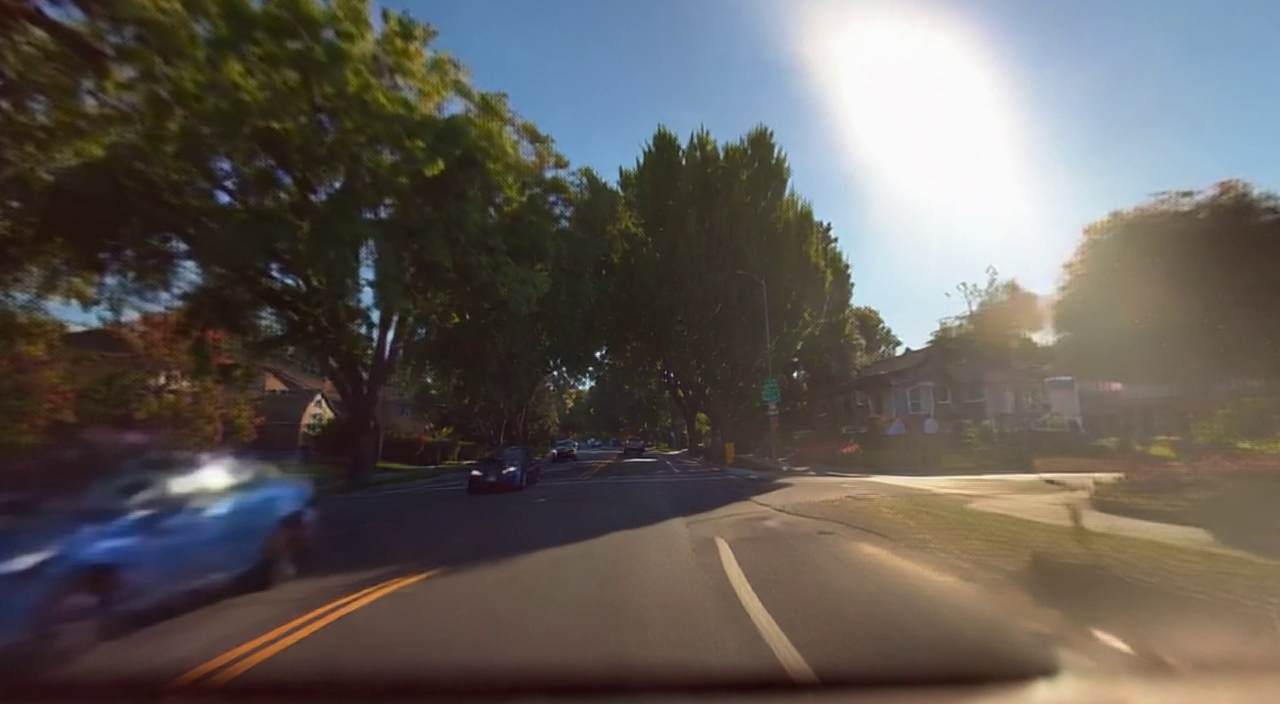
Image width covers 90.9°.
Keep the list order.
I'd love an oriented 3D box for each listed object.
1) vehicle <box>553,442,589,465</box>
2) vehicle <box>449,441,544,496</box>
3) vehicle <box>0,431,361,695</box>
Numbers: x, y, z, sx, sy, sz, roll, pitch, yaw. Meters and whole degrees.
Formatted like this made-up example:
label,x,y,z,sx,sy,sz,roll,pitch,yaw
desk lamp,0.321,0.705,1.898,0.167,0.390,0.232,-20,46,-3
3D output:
label,x,y,z,sx,sy,sz,roll,pitch,yaw
vehicle,-4.706,6.948,43.329,1.938,1.519,4.227,0,-8,0
vehicle,-4.381,3.588,19.940,1.979,1.532,4.212,0,-8,0
vehicle,-4.476,1.518,5.797,1.862,1.491,4.266,0,-8,0
